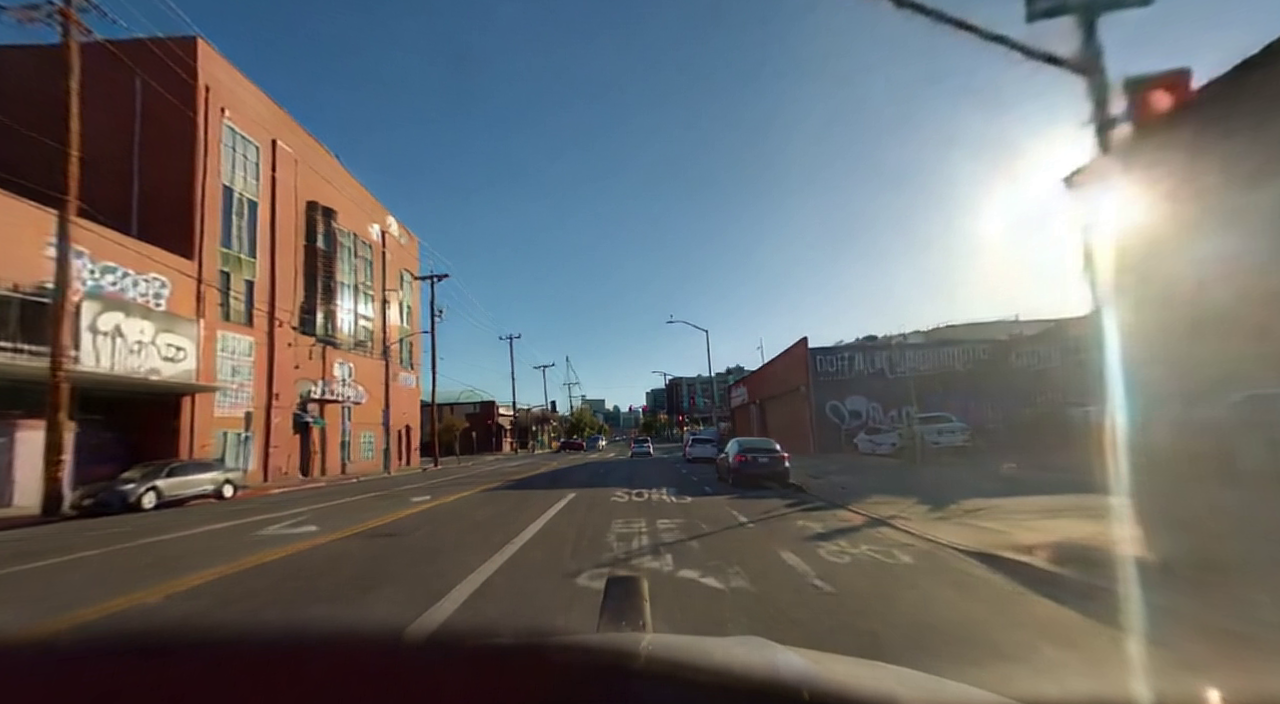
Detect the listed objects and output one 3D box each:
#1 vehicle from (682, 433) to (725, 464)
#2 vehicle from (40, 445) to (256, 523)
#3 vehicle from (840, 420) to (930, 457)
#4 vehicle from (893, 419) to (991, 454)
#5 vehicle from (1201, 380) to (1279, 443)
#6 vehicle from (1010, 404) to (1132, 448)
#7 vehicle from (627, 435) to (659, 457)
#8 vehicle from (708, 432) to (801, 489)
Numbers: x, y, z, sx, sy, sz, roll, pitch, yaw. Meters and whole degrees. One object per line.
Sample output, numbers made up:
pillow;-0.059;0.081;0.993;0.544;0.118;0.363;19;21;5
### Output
vehicle;3.632;5.609;36.652;1.938;1.714;4.402;0;-8;-1
vehicle;-15.230;4.028;20.055;2.048;1.814;5.998;-7;-8;1
vehicle;10.974;3.947;28.567;1.956;1.514;4.862;0;-8;-2
vehicle;13.359;3.790;28.163;1.819;1.450;4.707;0;-8;-3
vehicle;22.974;2.273;23.060;2.086;2.078;5.513;-4;-9;27
vehicle;18.282;3.210;26.944;2.002;1.731;4.413;0;-8;-1
vehicle;0.217;6.651;44.623;2.153;1.505;4.452;0;-8;0
vehicle;3.333;3.243;19.154;2.062;1.535;4.206;0;-8;0
